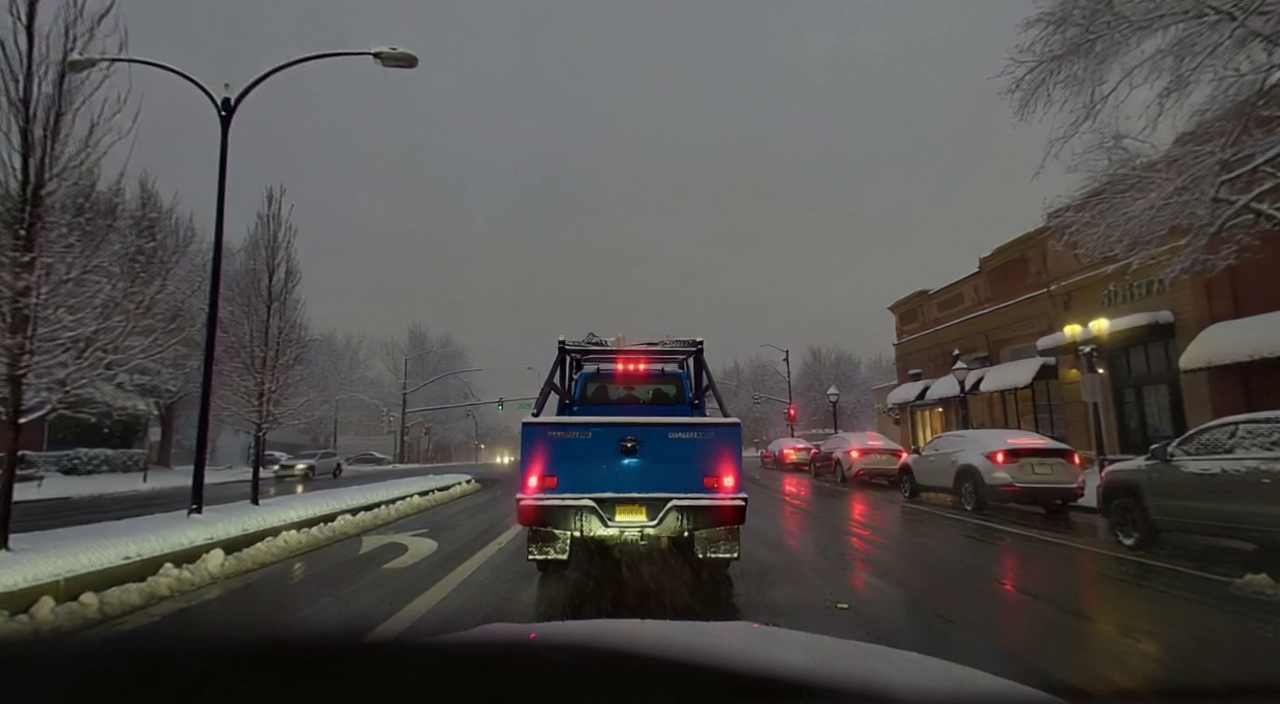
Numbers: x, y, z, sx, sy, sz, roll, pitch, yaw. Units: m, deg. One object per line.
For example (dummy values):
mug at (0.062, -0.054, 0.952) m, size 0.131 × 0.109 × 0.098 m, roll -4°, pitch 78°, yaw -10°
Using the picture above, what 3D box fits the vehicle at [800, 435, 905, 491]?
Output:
vehicle at (7.071, 3.736, 21.603) m, size 1.953 × 1.665 × 4.327 m, roll 0°, pitch -9°, yaw -2°

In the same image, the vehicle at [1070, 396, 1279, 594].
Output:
vehicle at (6.818, 1.362, 6.164) m, size 2.023 × 1.771 × 4.488 m, roll 0°, pitch -9°, yaw 0°

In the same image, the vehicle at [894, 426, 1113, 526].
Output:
vehicle at (7.070, 2.438, 12.968) m, size 1.931 × 1.692 × 4.267 m, roll 0°, pitch -9°, yaw 0°

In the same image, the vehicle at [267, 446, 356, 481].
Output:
vehicle at (-19.486, 6.592, 37.874) m, size 2.205 × 1.916 × 5.771 m, roll 0°, pitch -9°, yaw 0°

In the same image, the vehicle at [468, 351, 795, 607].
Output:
vehicle at (-0.117, 1.463, 8.161) m, size 2.682 × 2.117 × 5.706 m, roll 0°, pitch -9°, yaw -1°
